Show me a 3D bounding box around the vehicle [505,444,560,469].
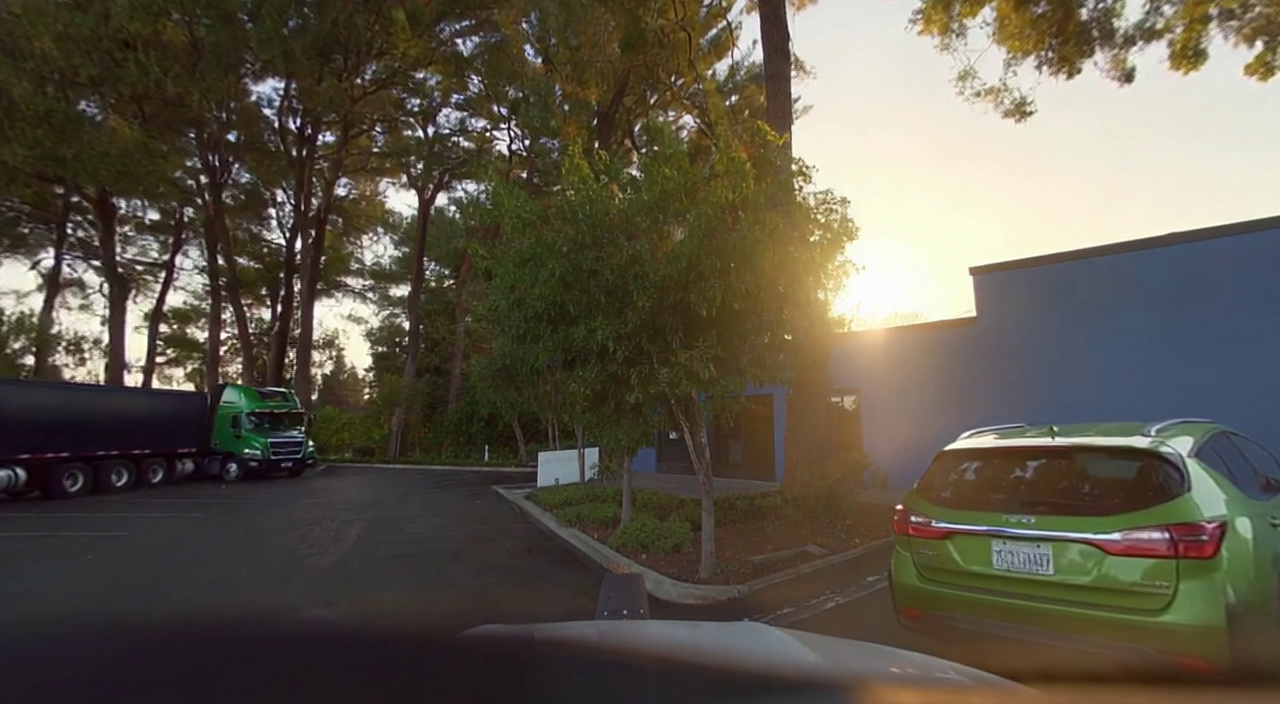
[{"bbox_3d":[-6.776,6.660,40.190,1.809,1.506,3.473,-4,-10,24],"label":"vehicle"}]

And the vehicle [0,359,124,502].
[{"bbox_3d":[-22.022,2.755,21.063,11.512,3.871,3.038,-5,-10,29],"label":"vehicle"}]

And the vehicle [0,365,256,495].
[{"bbox_3d":[-19.779,3.088,23.905,11.906,4.069,2.948,-5,-10,28],"label":"vehicle"}]
